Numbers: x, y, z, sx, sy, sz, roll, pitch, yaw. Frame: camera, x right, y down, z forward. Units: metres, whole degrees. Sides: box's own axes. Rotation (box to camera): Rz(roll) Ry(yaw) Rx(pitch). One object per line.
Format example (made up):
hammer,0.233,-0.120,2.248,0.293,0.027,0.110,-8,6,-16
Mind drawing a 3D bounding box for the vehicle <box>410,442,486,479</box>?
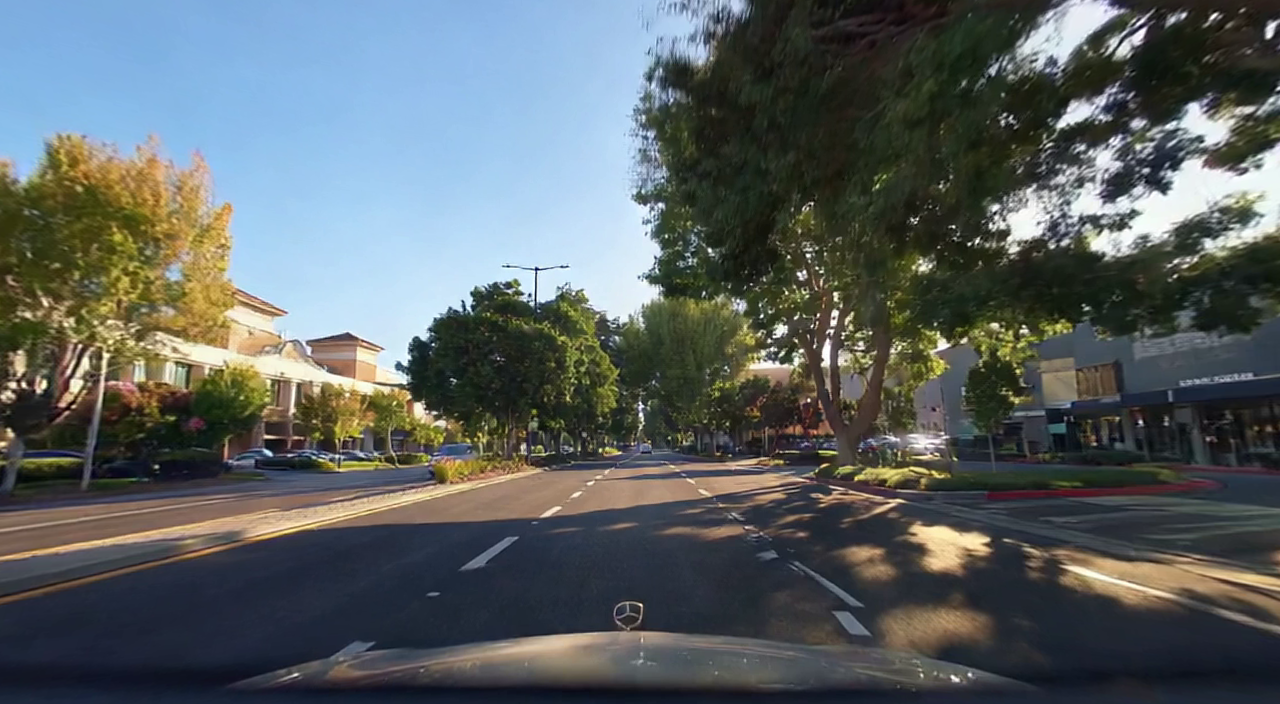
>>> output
vehicle,-8.684,4.939,28.894,1.961,1.559,4.480,-1,-9,2
